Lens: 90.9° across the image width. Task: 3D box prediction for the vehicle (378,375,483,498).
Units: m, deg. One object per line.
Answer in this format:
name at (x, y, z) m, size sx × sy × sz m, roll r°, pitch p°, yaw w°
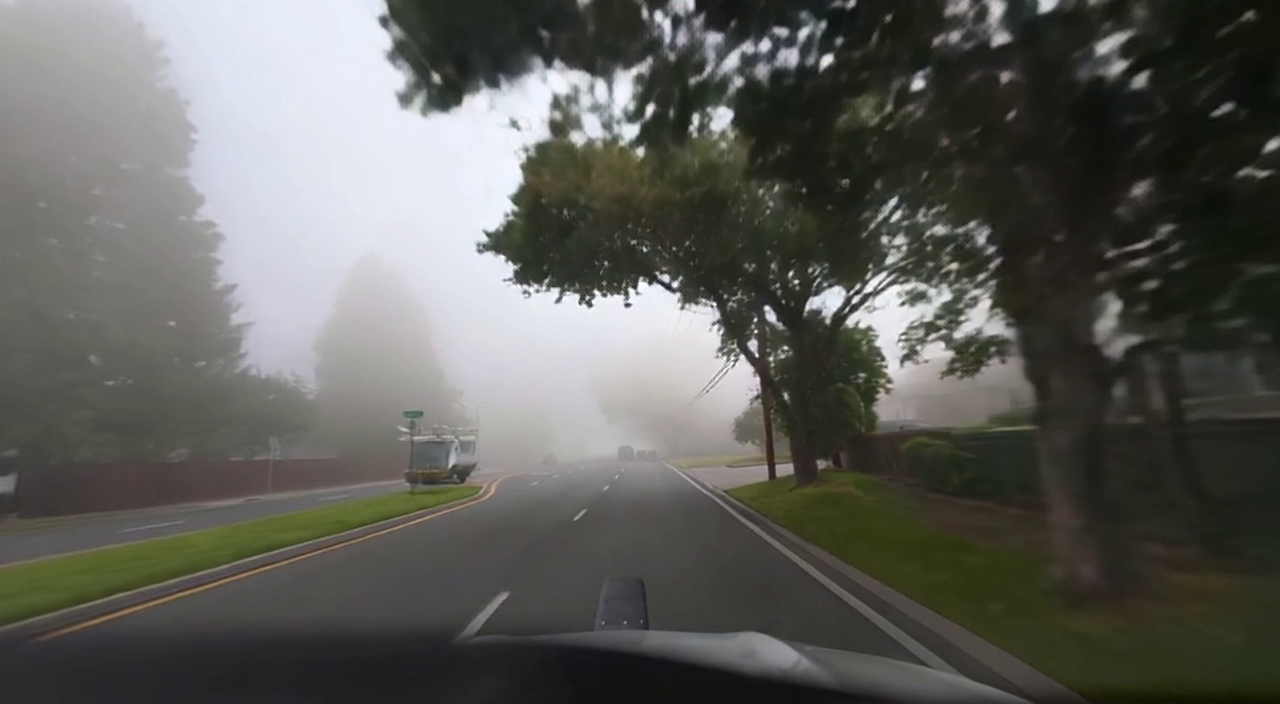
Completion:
vehicle at (-6.829, 2.807, 20.993) m, size 2.365 × 3.642 × 3.374 m, roll -2°, pitch -8°, yaw -1°
